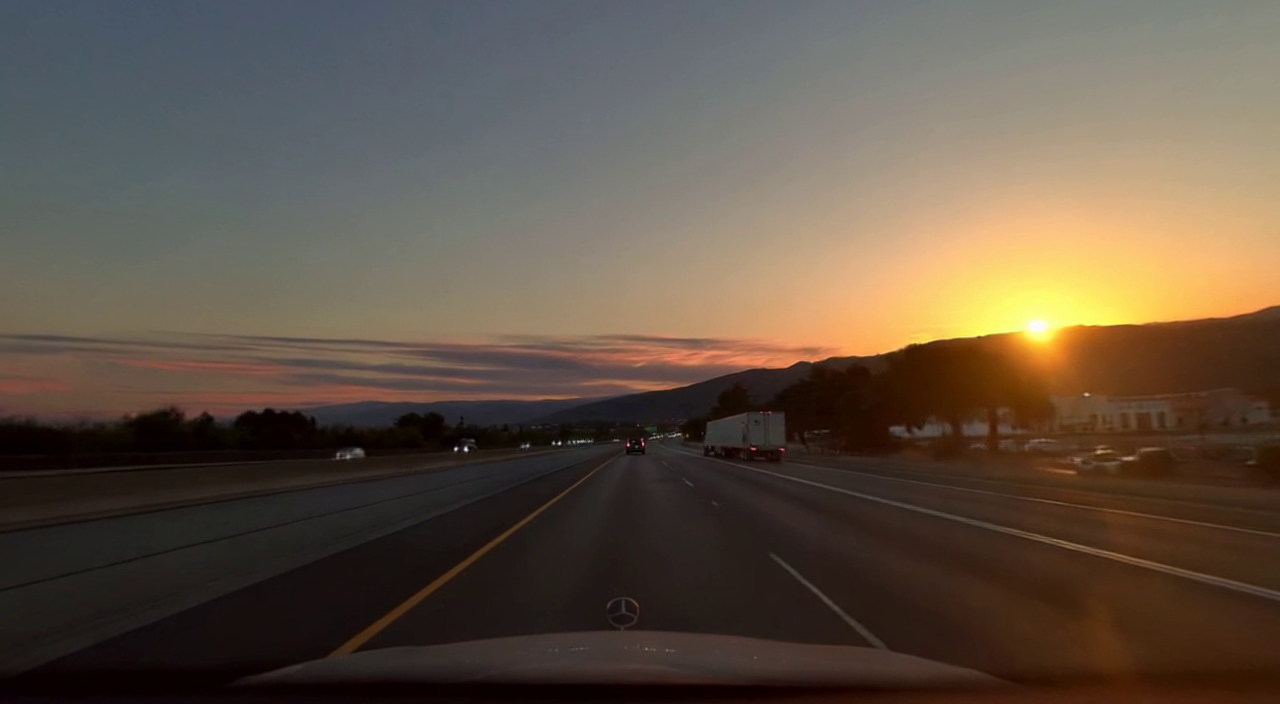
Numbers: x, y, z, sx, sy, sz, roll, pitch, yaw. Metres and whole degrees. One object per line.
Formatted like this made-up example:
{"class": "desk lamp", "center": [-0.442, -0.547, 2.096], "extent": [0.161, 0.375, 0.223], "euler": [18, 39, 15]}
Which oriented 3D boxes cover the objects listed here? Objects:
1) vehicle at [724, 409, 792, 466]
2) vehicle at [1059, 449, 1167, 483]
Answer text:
{"class": "vehicle", "center": [7.198, 5.392, 39.575], "extent": [2.793, 3.204, 7.997], "euler": [0, -8, 1]}
{"class": "vehicle", "center": [33.577, 8.091, 45.208], "extent": [2.586, 2.046, 6.710], "euler": [-3, -8, 1]}
